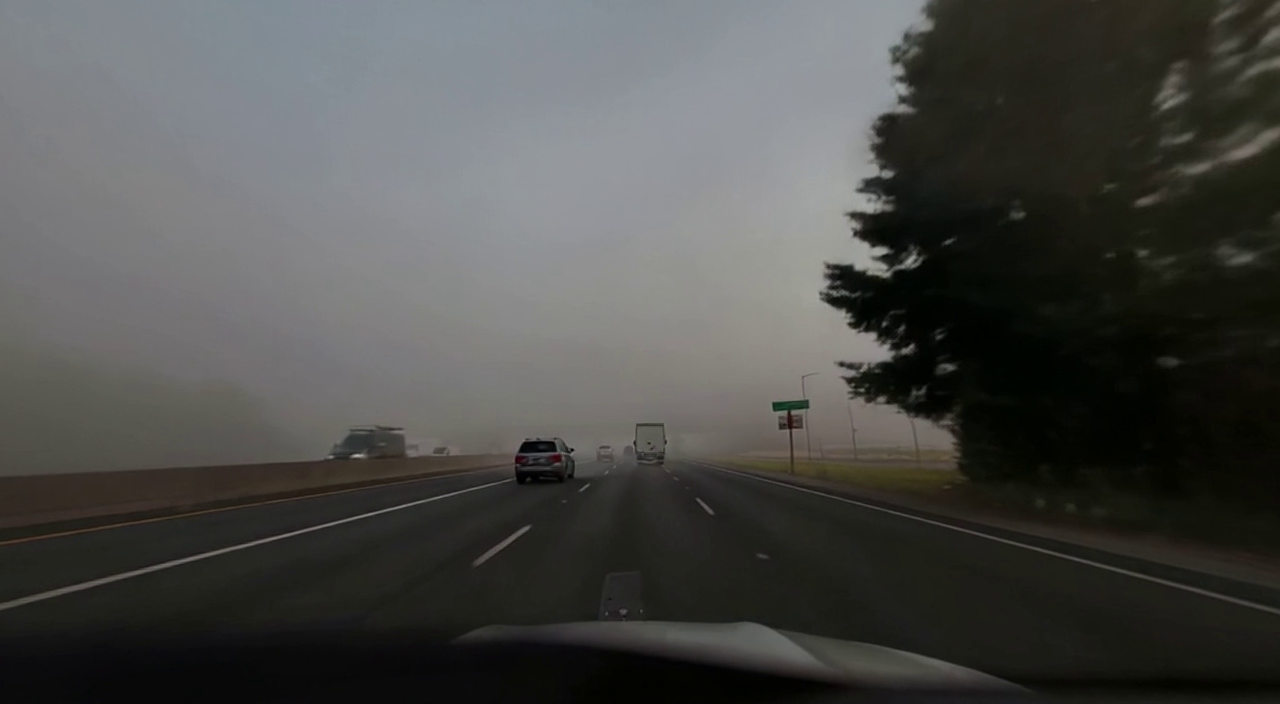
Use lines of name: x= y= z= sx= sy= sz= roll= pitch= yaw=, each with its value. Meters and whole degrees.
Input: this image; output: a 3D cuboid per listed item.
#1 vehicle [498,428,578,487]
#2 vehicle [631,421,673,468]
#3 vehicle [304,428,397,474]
vehicle: x=-3.911 y=4.202 z=25.320 sx=2.233 sy=2.093 sz=5.565 roll=0 pitch=-9 yaw=0
vehicle: x=0.756 y=6.797 z=46.041 sx=2.790 sy=3.075 sz=7.414 roll=0 pitch=-9 yaw=0
vehicle: x=-16.504 y=5.717 z=36.372 sx=2.629 sy=2.384 sz=5.546 roll=0 pitch=-9 yaw=0
